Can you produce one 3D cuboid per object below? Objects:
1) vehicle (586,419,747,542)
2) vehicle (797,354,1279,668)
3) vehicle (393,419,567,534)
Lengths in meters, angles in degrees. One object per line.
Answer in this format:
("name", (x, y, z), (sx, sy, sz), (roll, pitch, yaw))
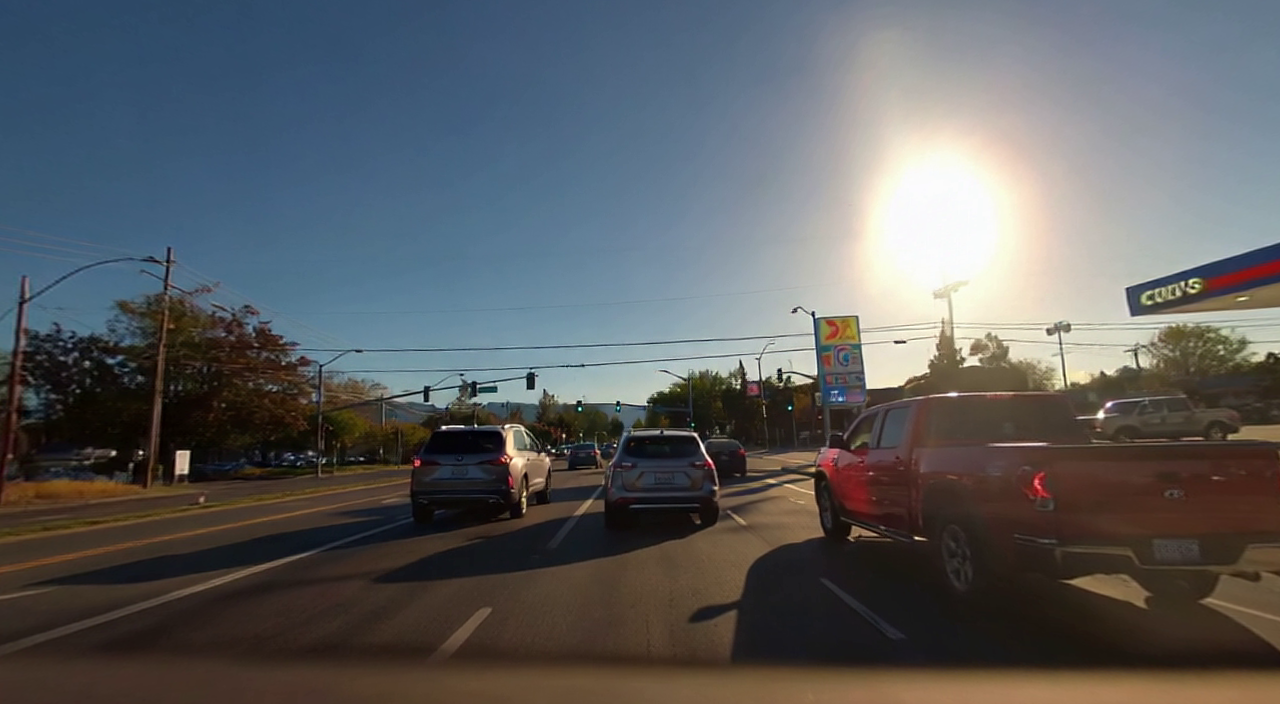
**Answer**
("vehicle", (0.355, 2.050, 10.645), (2.181, 1.650, 4.083), (0, -8, 0))
("vehicle", (3.416, 1.326, 6.491), (2.161, 1.868, 5.321), (0, -8, -1))
("vehicle", (-2.700, 2.220, 11.848), (2.019, 1.731, 4.299), (0, -8, 2))
